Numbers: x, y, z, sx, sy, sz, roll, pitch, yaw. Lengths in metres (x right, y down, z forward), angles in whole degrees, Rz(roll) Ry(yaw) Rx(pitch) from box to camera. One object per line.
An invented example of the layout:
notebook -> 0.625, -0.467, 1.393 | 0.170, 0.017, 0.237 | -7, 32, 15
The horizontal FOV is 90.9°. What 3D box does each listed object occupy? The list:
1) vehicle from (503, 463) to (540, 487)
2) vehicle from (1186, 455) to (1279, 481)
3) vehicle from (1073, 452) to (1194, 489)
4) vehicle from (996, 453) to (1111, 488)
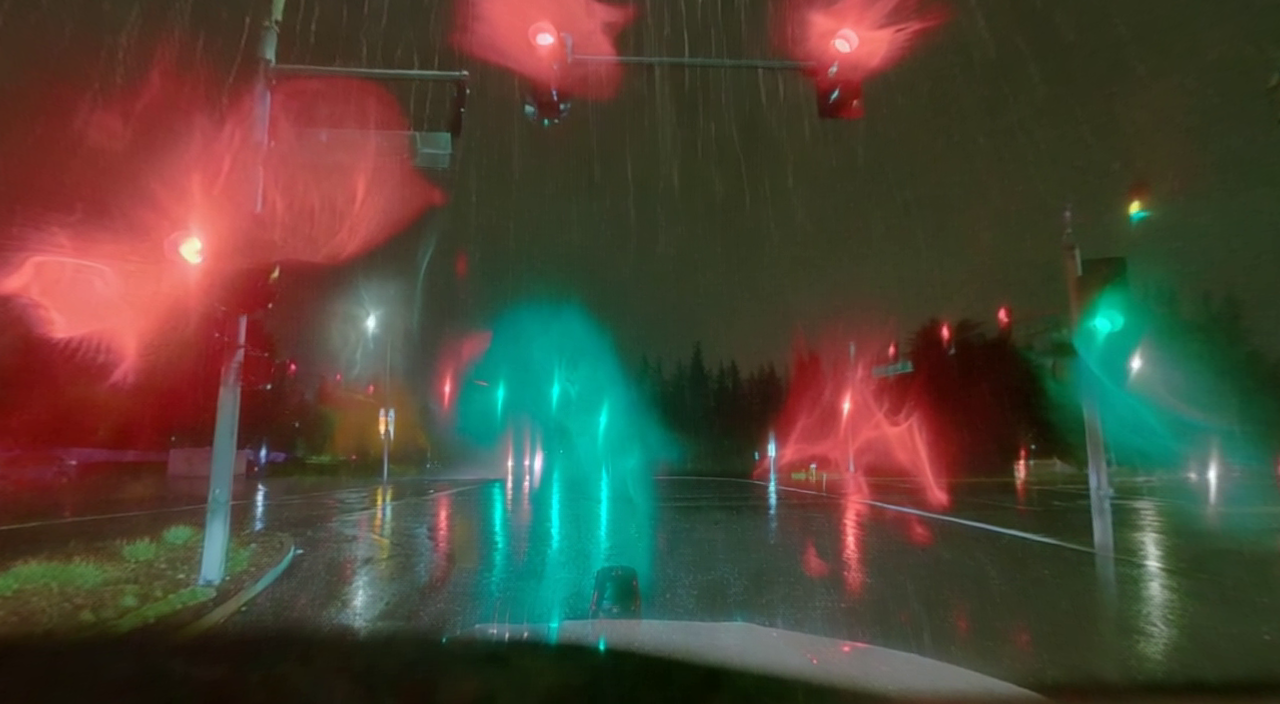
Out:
vehicle -> -8.951, 9.294, 47.798 | 2.045, 1.608, 3.709 | 0, -8, 1
vehicle -> 36.195, 6.991, 37.960 | 4.555, 1.474, 1.914 | -1, -9, 5
vehicle -> 22.718, 5.453, 29.109 | 3.998, 1.590, 1.936 | 1, -11, -6
vehicle -> 21.221, 6.116, 32.461 | 4.455, 1.647, 2.124 | 1, -12, -6
